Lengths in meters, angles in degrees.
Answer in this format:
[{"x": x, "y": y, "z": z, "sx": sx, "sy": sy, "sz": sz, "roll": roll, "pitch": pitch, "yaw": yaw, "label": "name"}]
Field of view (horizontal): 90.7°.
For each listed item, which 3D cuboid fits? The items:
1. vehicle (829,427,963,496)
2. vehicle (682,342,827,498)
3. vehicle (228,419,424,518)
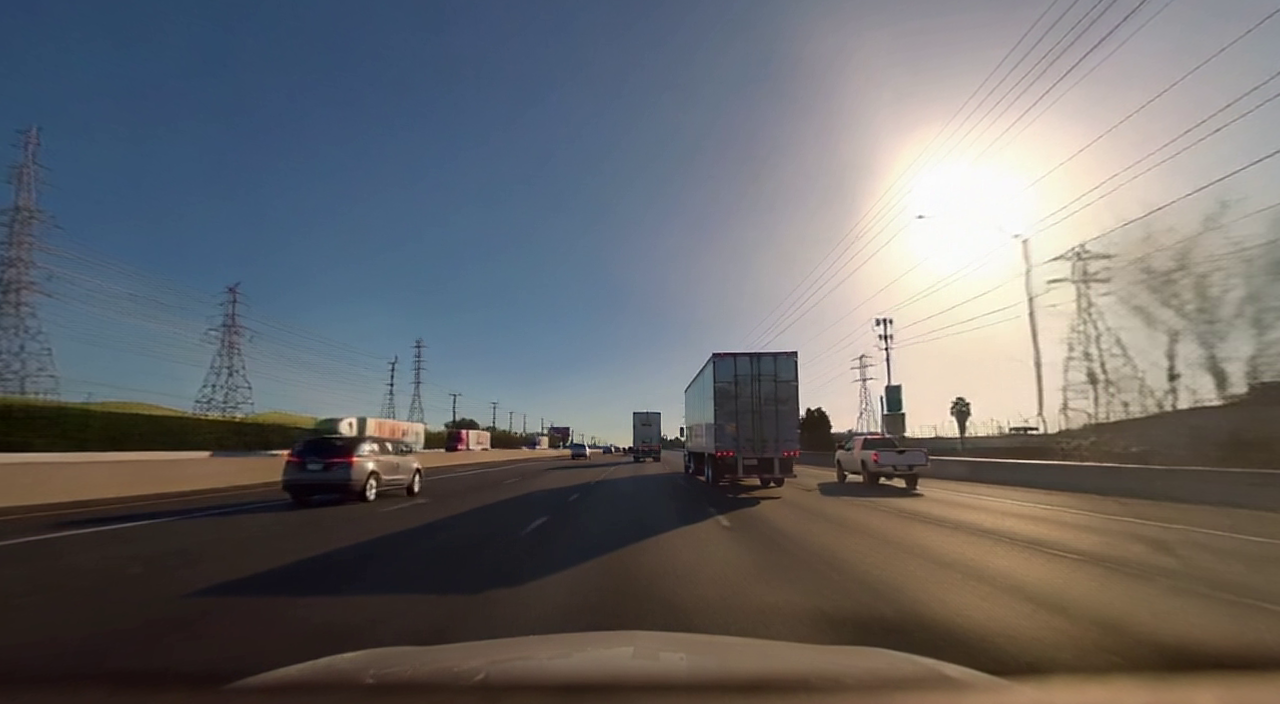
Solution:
[{"x": 7.630, "y": 3.308, "z": 19.472, "sx": 2.115, "sy": 1.844, "sz": 4.522, "roll": 0, "pitch": -9, "yaw": -1, "label": "vehicle"}, {"x": 3.591, "y": 3.048, "z": 25.241, "sx": 2.892, "sy": 4.152, "sz": 16.575, "roll": 0, "pitch": -9, "yaw": 1, "label": "vehicle"}, {"x": -6.773, "y": 2.577, "z": 14.410, "sx": 2.004, "sy": 1.846, "sz": 4.739, "roll": 0, "pitch": -9, "yaw": 0, "label": "vehicle"}]
